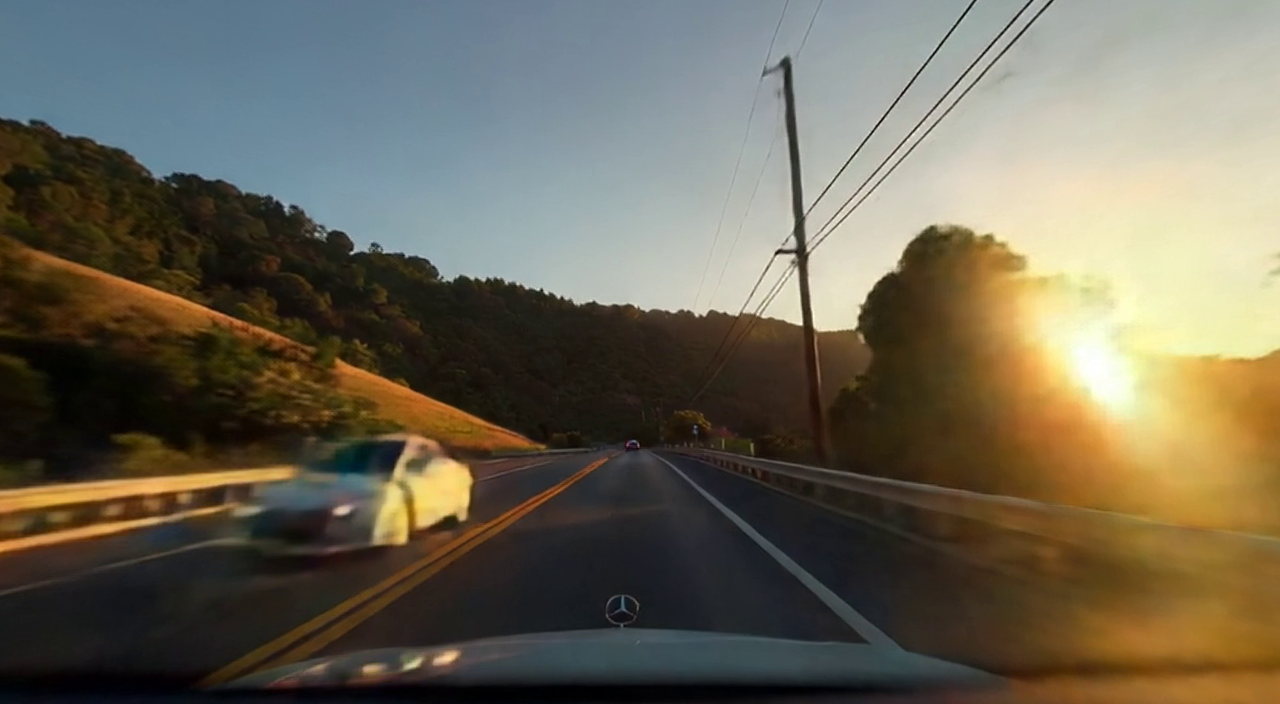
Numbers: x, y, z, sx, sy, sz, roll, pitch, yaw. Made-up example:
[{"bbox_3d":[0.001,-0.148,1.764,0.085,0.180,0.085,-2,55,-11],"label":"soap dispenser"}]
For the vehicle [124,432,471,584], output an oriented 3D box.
[{"bbox_3d":[-3.993,1.895,8.590,2.074,1.472,4.658,0,-9,1],"label":"vehicle"}]
